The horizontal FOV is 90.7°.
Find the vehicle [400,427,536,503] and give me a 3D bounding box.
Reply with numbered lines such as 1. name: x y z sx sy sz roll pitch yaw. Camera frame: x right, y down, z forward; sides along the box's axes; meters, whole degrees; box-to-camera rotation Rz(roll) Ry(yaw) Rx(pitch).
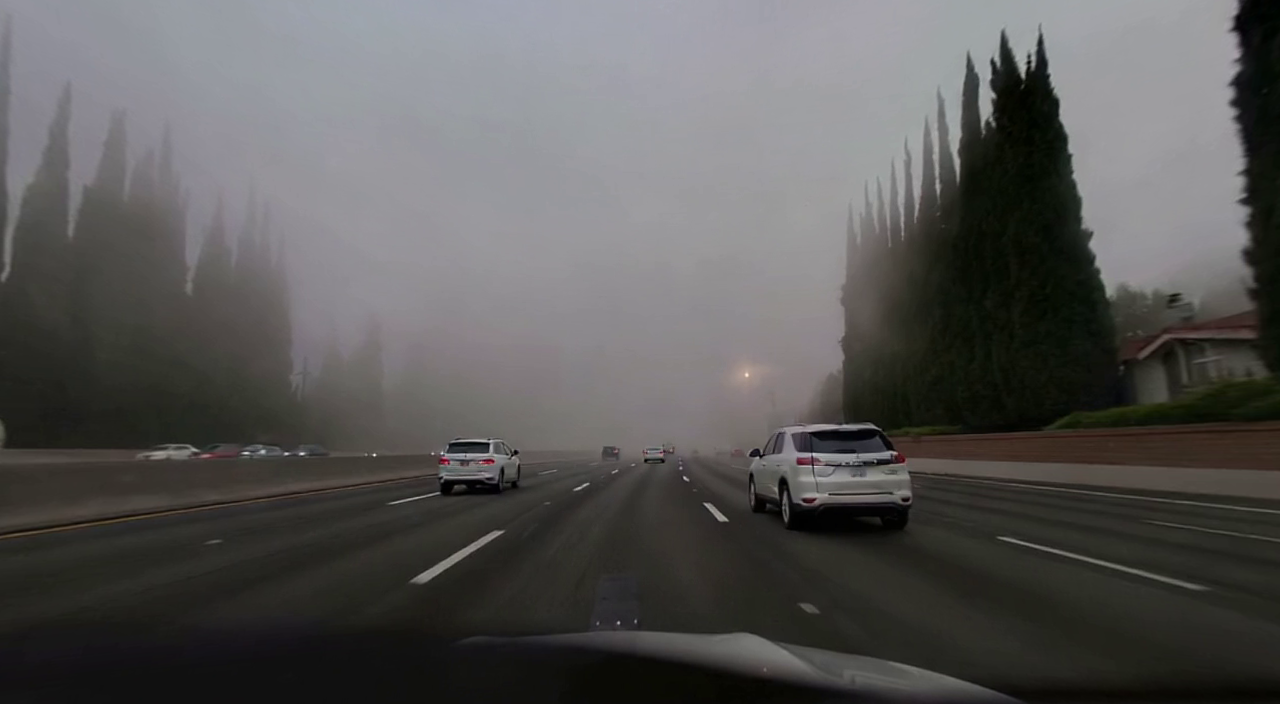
1. vehicle: -4.275 2.884 16.568 2.260 1.706 4.177 0 -8 2

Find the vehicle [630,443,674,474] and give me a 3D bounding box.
1. vehicle: 0.641 5.524 33.115 2.146 1.485 4.332 0 -8 2

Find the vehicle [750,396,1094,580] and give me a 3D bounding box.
1. vehicle: 3.319 1.757 9.052 2.463 1.851 5.122 0 -8 -1
